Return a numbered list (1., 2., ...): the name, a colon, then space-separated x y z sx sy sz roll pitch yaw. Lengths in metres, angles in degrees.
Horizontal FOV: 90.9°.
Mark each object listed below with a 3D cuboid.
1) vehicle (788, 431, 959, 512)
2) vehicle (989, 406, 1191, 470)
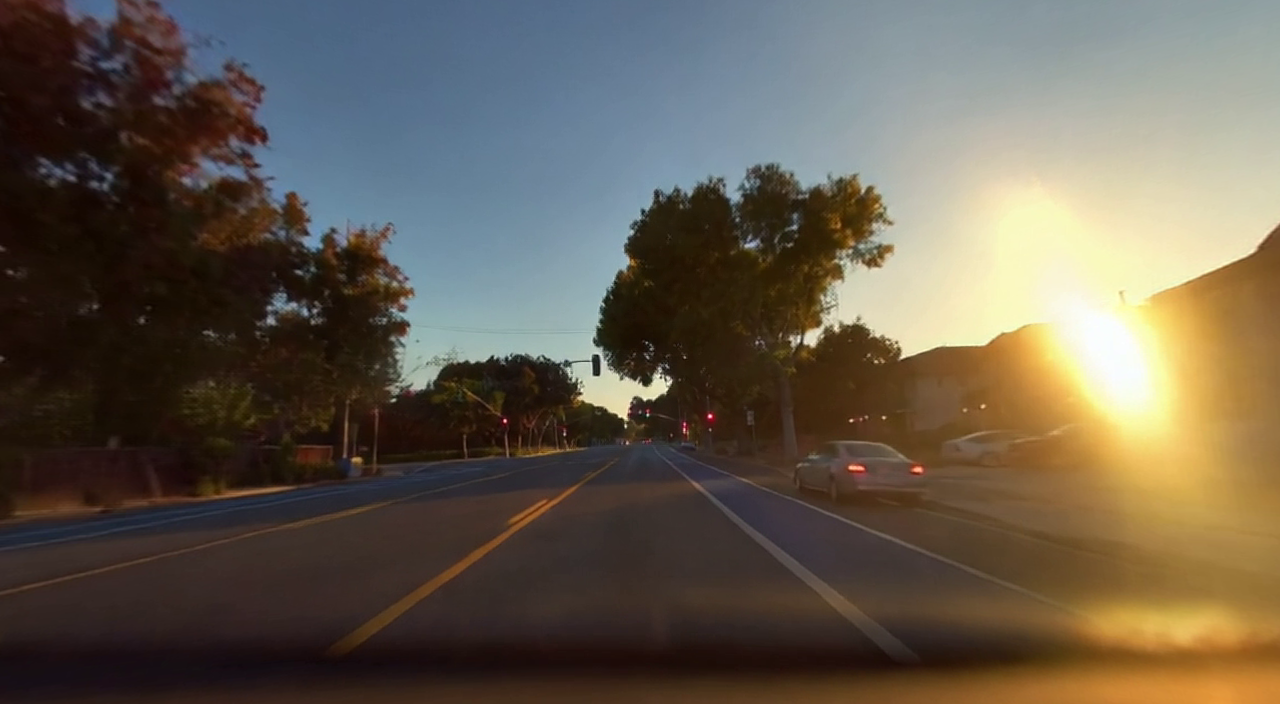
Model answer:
1. vehicle: 4.895 2.554 14.142 1.995 1.472 4.884 0 -8 0
2. vehicle: 13.257 2.569 18.883 4.283 1.750 2.227 0 -8 5
